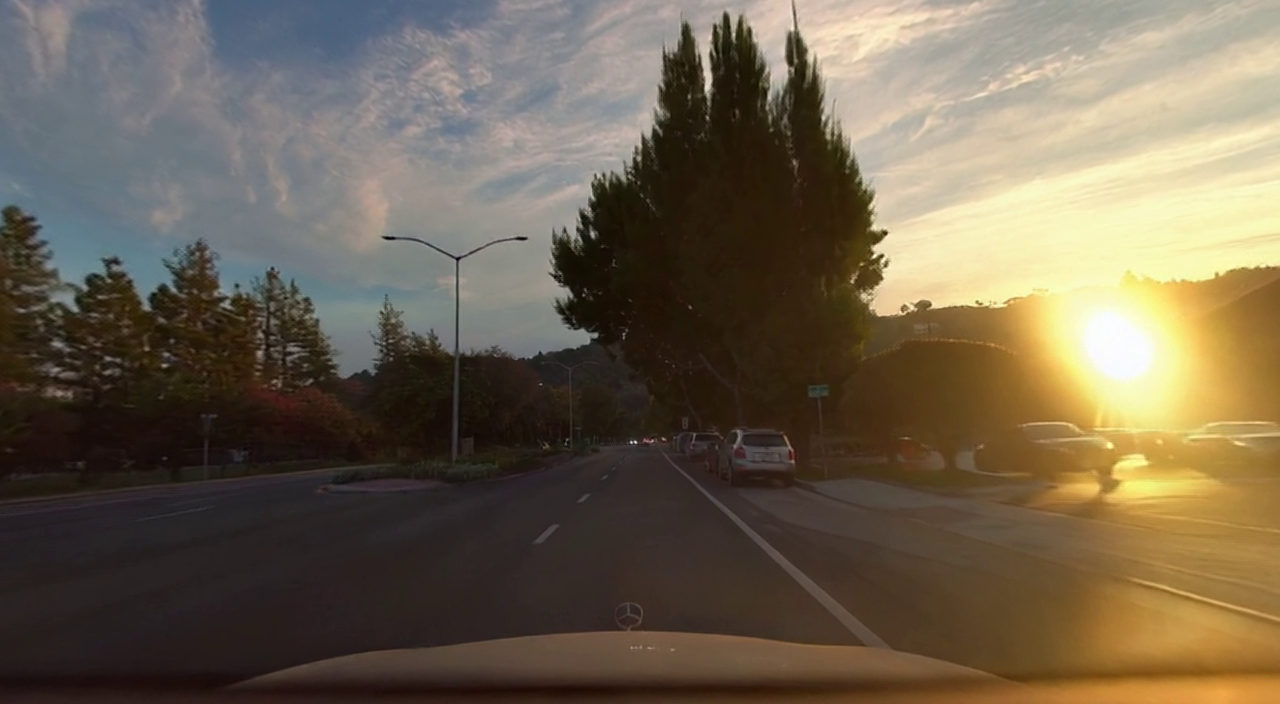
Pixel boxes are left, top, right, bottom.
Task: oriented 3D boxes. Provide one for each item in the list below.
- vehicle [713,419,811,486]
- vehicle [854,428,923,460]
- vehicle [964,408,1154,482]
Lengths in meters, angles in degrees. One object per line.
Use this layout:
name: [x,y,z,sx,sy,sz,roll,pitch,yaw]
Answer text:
vehicle: [3.641,3.090,19.697,2.144,1.848,4.159,0,-8,-1]
vehicle: [14.474,5.404,37.096,2.227,1.720,4.959,0,-8,3]
vehicle: [11.473,2.595,17.789,2.220,1.798,4.427,0,-8,-1]
